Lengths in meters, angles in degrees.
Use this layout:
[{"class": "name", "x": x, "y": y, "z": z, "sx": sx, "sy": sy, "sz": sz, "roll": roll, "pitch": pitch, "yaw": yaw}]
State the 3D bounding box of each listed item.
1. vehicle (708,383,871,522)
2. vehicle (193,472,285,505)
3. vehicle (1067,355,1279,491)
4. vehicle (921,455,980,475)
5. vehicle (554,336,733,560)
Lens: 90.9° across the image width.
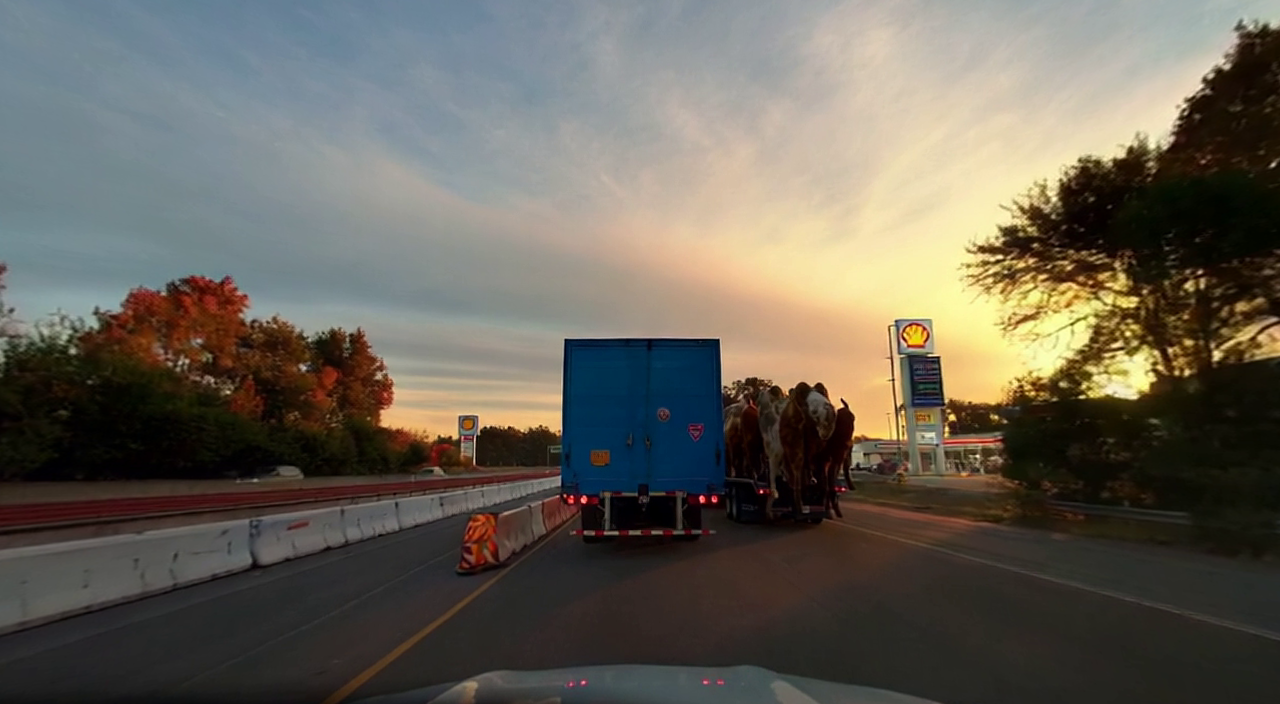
[{"class": "vehicle", "x": 4.455, "y": 3.495, "z": 21.477, "sx": 2.936, "sy": 3.640, "sz": 9.443, "roll": 1, "pitch": -10, "yaw": -2}, {"class": "vehicle", "x": -20.885, "y": 7.097, "z": 33.051, "sx": 1.890, "sy": 1.520, "sz": 4.342, "roll": 1, "pitch": -10, "yaw": 0}, {"class": "vehicle", "x": 20.833, "y": 2.632, "z": 21.687, "sx": 2.771, "sy": 4.075, "sz": 13.513, "roll": 1, "pitch": -10, "yaw": 0}, {"class": "vehicle", "x": 24.503, "y": 8.977, "z": 49.932, "sx": 1.762, "sy": 1.470, "sz": 4.485, "roll": 3, "pitch": -11, "yaw": -11}, {"class": "vehicle", "x": 0.025, "y": 2.172, "z": 13.748, "sx": 2.618, "sy": 3.306, "sz": 8.676, "roll": 1, "pitch": -10, "yaw": 0}]
